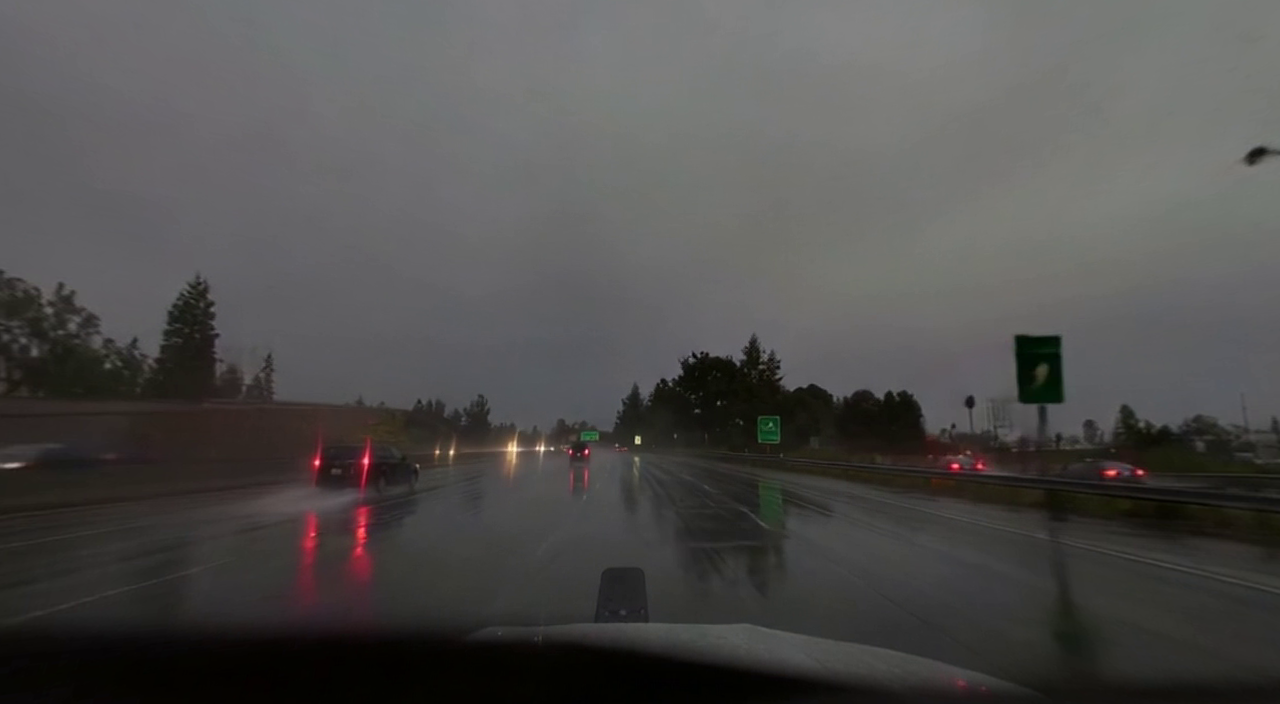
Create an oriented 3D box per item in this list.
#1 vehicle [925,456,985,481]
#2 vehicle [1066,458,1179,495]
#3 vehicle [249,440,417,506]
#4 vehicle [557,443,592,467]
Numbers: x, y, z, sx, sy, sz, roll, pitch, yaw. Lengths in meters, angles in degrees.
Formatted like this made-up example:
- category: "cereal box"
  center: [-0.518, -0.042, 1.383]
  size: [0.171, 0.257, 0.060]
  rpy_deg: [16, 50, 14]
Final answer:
- category: "vehicle"
  center: [20.238, 7.479, 40.724]
  size: [2.005, 1.478, 4.056]
  rpy_deg: [-1, -9, 5]
- category: "vehicle"
  center: [21.940, 5.627, 28.933]
  size: [1.950, 1.462, 4.391]
  rpy_deg: [-1, -8, 5]
- category: "vehicle"
  center: [-7.741, 3.076, 16.545]
  size: [2.038, 1.463, 4.656]
  rpy_deg: [0, -8, 0]
- category: "vehicle"
  center: [-4.185, 6.688, 41.050]
  size: [1.936, 1.465, 4.060]
  rpy_deg: [0, -8, -1]
